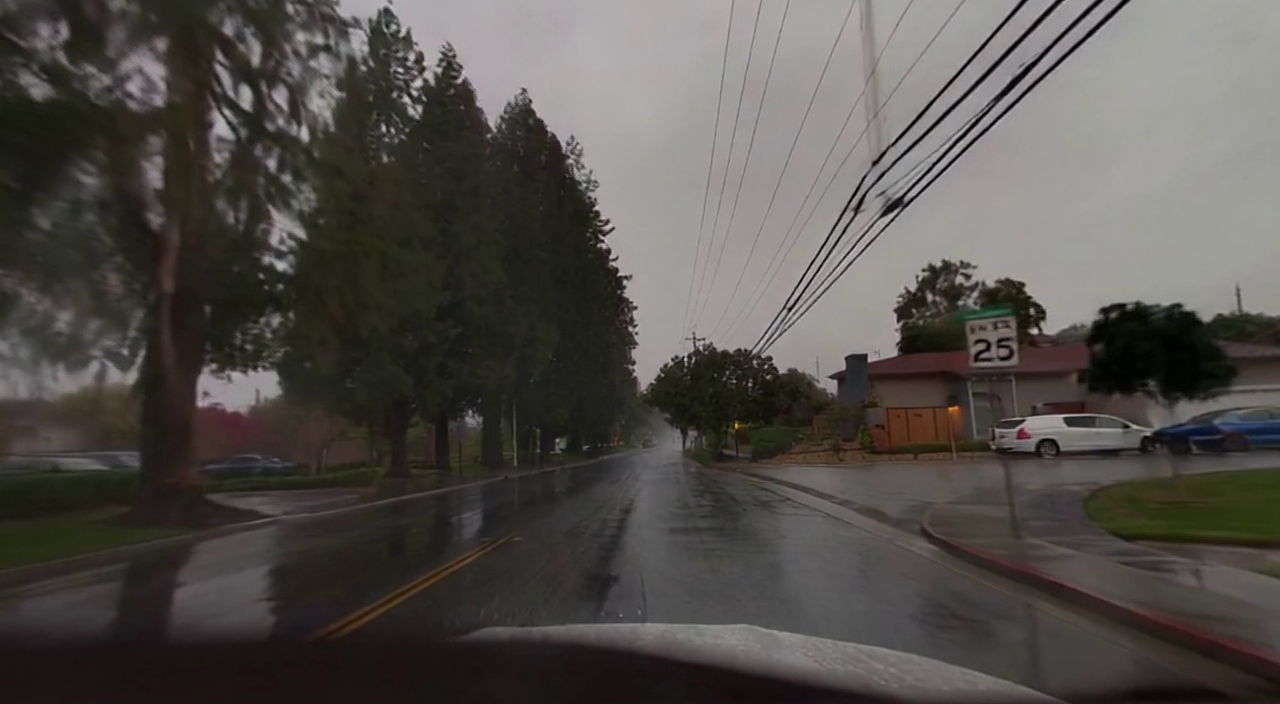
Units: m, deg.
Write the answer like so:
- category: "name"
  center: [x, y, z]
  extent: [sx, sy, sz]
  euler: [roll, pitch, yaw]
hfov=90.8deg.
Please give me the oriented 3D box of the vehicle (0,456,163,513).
- category: "vehicle"
  center: [-18.086, 4.177, 20.181]
  extent: [4.123, 1.603, 1.906]
  euler: [4, -9, -24]

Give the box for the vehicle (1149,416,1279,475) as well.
- category: "vehicle"
  center: [16.664, 2.436, 16.561]
  extent: [4.727, 1.457, 1.958]
  euler: [-1, -8, 7]

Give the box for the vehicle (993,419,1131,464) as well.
- category: "vehicle"
  center: [16.708, 3.568, 25.198]
  extent: [4.058, 1.697, 1.943]
  euler: [0, -8, 2]

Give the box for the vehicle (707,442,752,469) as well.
- category: "vehicle"
  center: [4.967, 5.780, 35.525]
  extent: [1.990, 1.435, 4.526]
  euler: [0, -8, 2]
